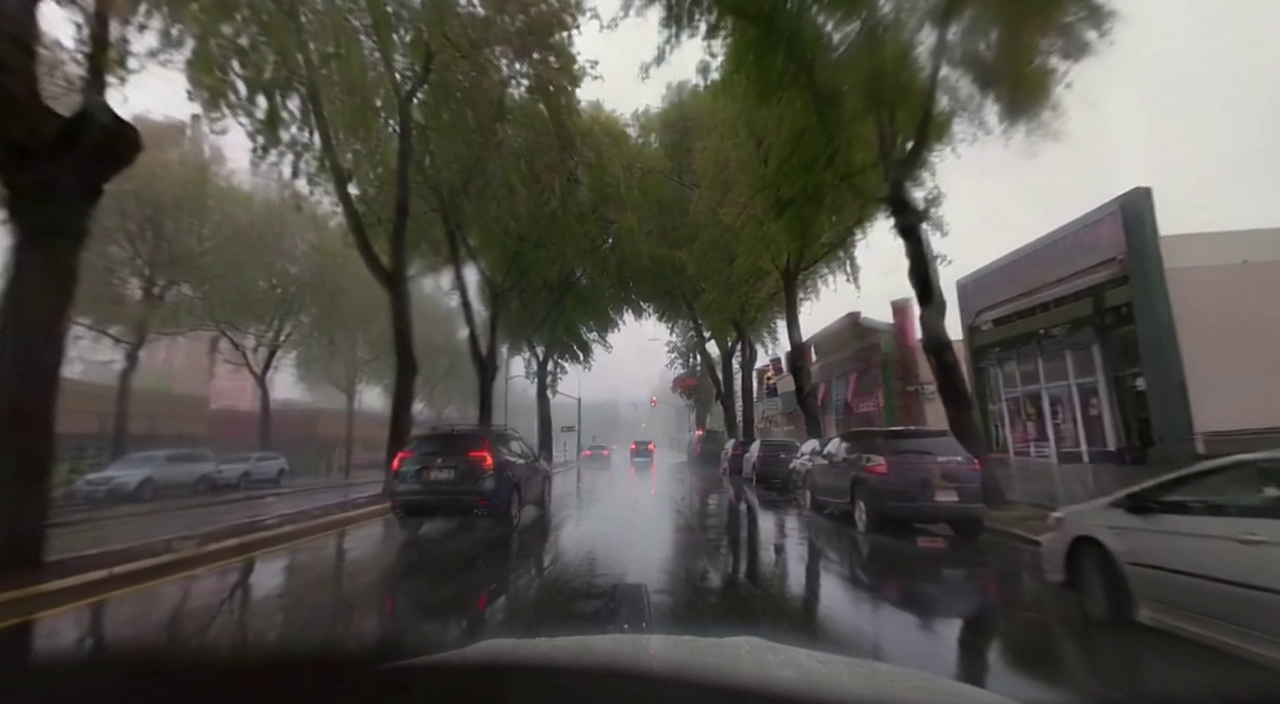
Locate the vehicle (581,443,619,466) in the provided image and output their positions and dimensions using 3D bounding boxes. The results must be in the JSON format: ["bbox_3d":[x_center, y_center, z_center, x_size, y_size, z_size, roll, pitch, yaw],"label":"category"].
[{"bbox_3d":[-2.717,7.019,43.360,2.151,1.484,4.468,0,-8,2],"label":"vehicle"}]

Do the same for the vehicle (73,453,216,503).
[{"bbox_3d":[-18.982,4.797,24.478,1.856,1.674,4.475,0,-8,1],"label":"vehicle"}]

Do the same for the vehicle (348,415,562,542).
[{"bbox_3d":[-2.811,2.069,10.998,2.186,1.708,4.746,0,-8,1],"label":"vehicle"}]

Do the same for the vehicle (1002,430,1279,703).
[{"bbox_3d":[4.291,1.156,3.298,1.898,1.473,4.709,0,-8,-1],"label":"vehicle"}]

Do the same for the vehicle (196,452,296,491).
[{"bbox_3d":[-18.815,5.680,30.391,1.934,1.673,4.250,0,-8,2],"label":"vehicle"}]

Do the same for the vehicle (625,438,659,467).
[{"bbox_3d":[0.174,6.487,40.972,2.075,1.770,4.018,0,-8,1],"label":"vehicle"}]

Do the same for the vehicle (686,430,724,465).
[{"bbox_3d":[4.684,7.014,46.247,2.265,2.367,5.235,0,-9,0],"label":"vehicle"}]

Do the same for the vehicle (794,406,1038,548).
[{"bbox_3d":[4.345,2.056,11.040,2.079,1.910,4.855,0,-9,0],"label":"vehicle"}]
